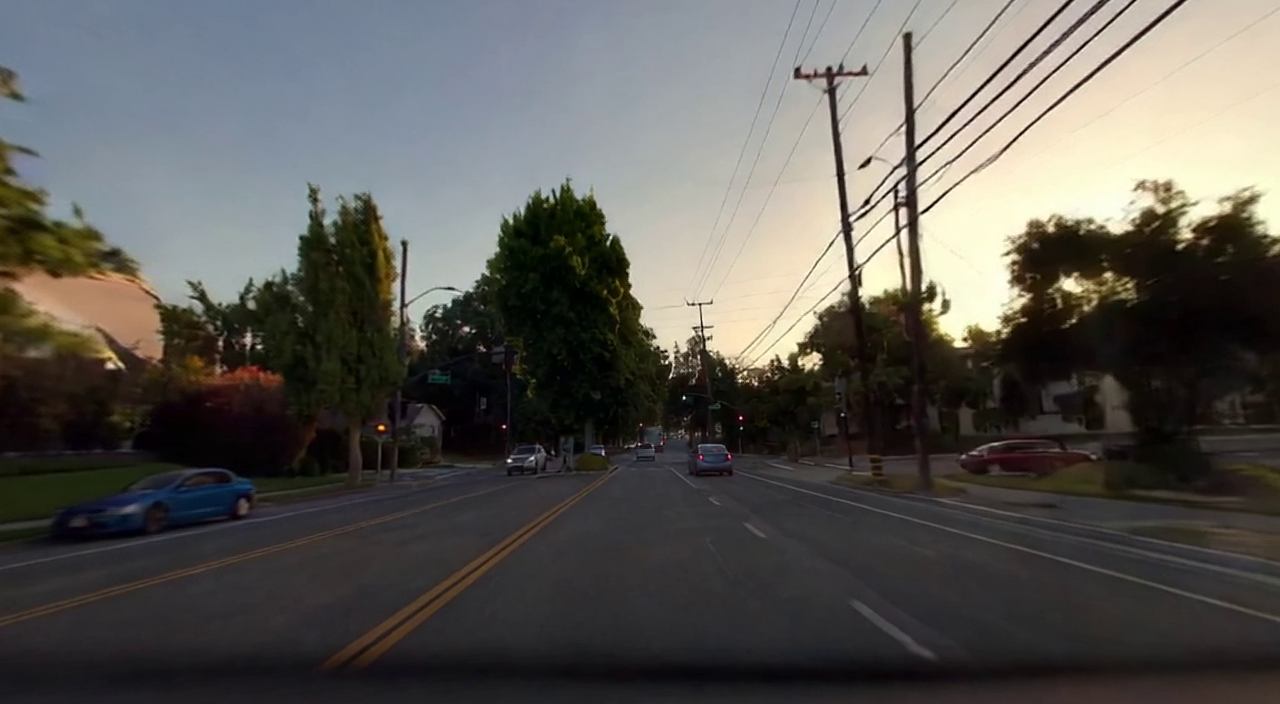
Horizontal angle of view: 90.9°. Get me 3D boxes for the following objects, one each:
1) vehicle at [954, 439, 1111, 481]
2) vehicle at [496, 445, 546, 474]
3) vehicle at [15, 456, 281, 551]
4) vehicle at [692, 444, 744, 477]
[{"bbox_3d":[14.812,4.064,23.937,4.838,1.474,1.873,1,-8,-6],"label":"vehicle"},{"bbox_3d":[-7.210,6.567,38.679,2.126,1.645,4.493,0,-8,1],"label":"vehicle"},{"bbox_3d":[-10.158,3.099,13.656,2.032,1.452,4.656,-2,-7,0],"label":"vehicle"},{"bbox_3d":[3.756,5.301,31.074,1.951,1.479,4.487,0,-8,-1],"label":"vehicle"}]
